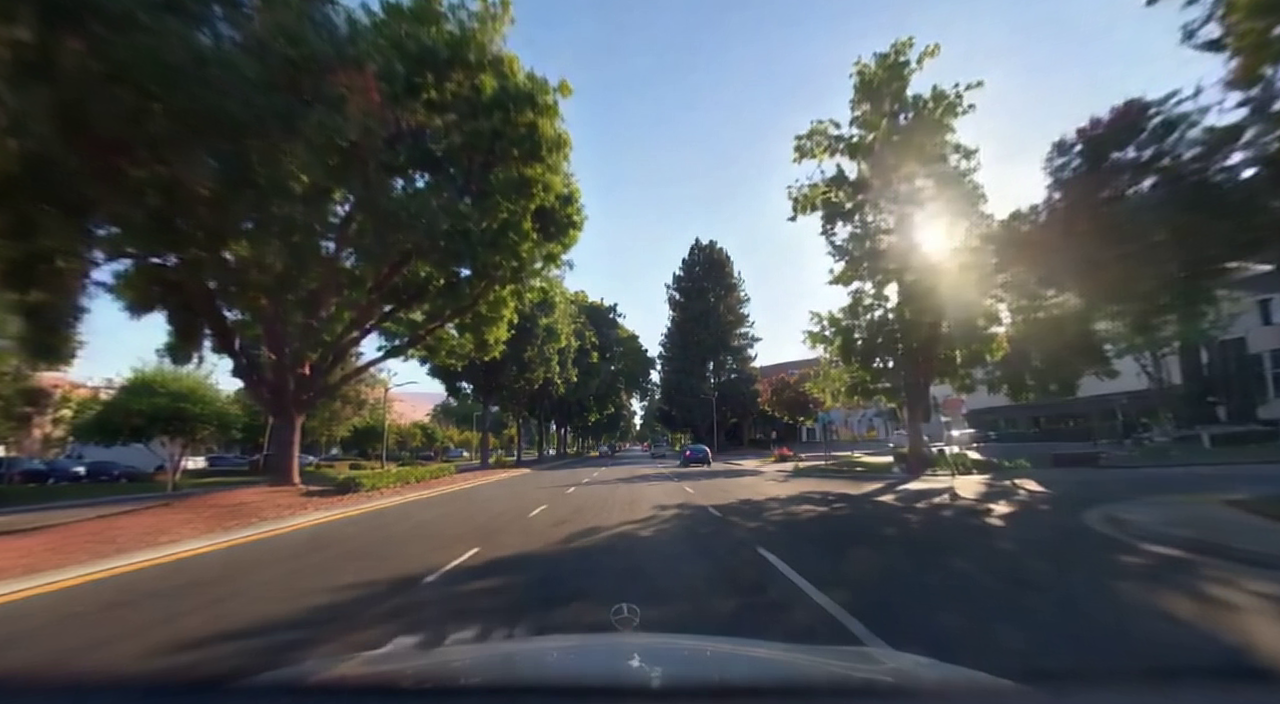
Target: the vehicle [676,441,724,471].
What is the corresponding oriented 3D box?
[{"bbox_3d":[3.195,5.670,34.693,2.033,1.482,4.571,0,-8,-2],"label":"vehicle"}]
